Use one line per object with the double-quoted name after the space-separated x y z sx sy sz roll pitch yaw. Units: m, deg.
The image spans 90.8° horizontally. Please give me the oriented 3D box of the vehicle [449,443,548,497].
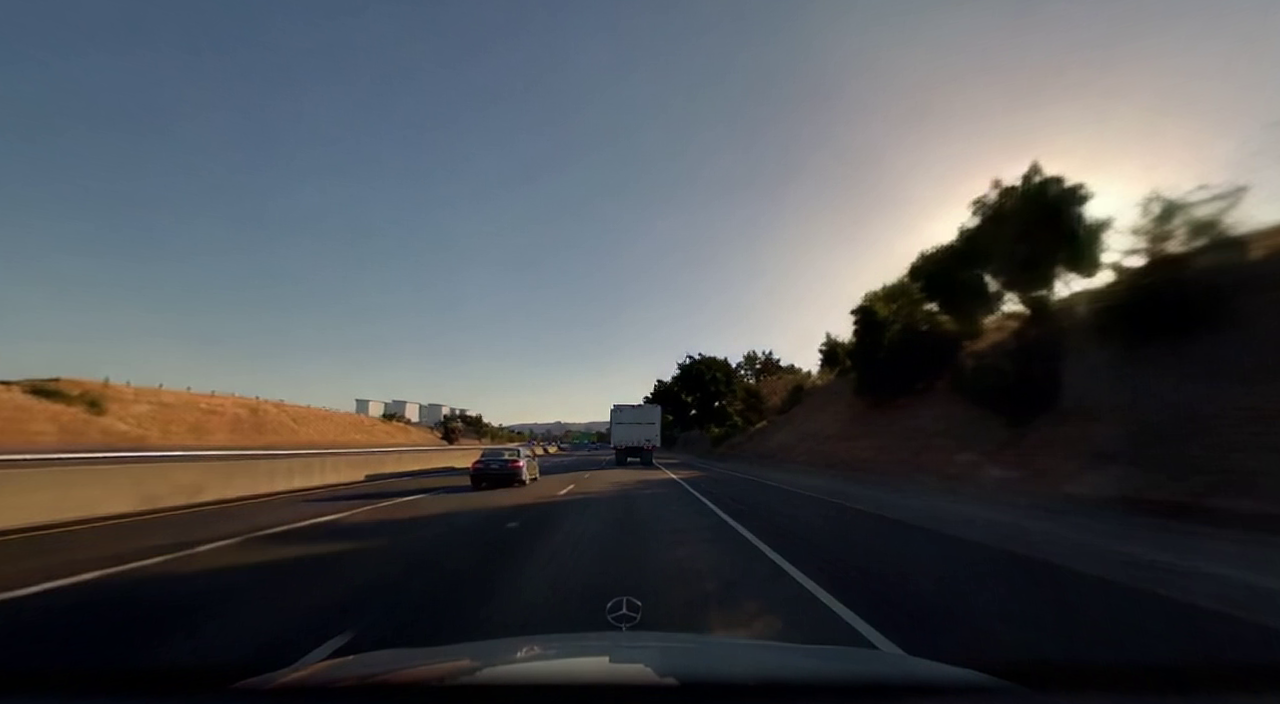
-4.257 3.638 19.893 1.892 1.471 5.047 0 -9 1 "vehicle"
